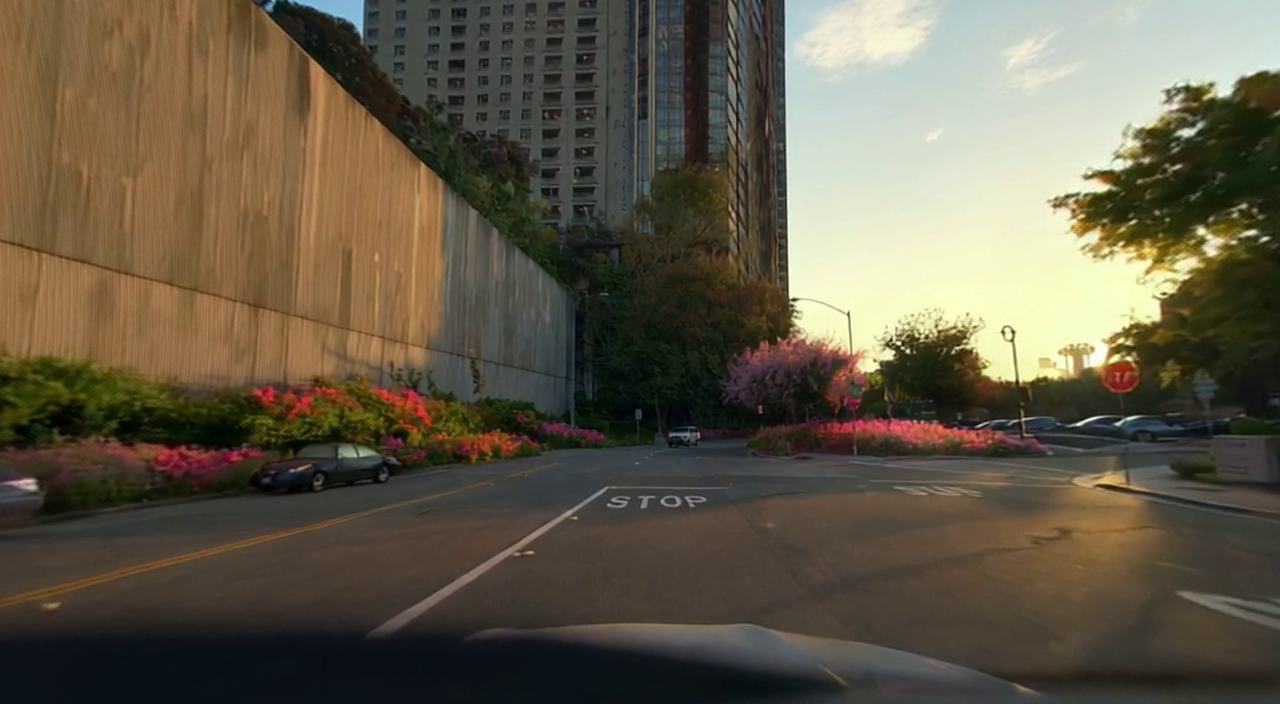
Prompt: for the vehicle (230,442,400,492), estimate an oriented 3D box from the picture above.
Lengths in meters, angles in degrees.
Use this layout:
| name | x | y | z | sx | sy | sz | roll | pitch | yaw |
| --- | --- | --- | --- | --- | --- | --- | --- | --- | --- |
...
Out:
| name | x | y | z | sx | sy | sz | roll | pitch | yaw |
| --- | --- | --- | --- | --- | --- | --- | --- | --- | --- |
| vehicle | -10.650 | 3.732 | 20.881 | 4.694 | 1.447 | 2.137 | 5 | -10 | -30 |
